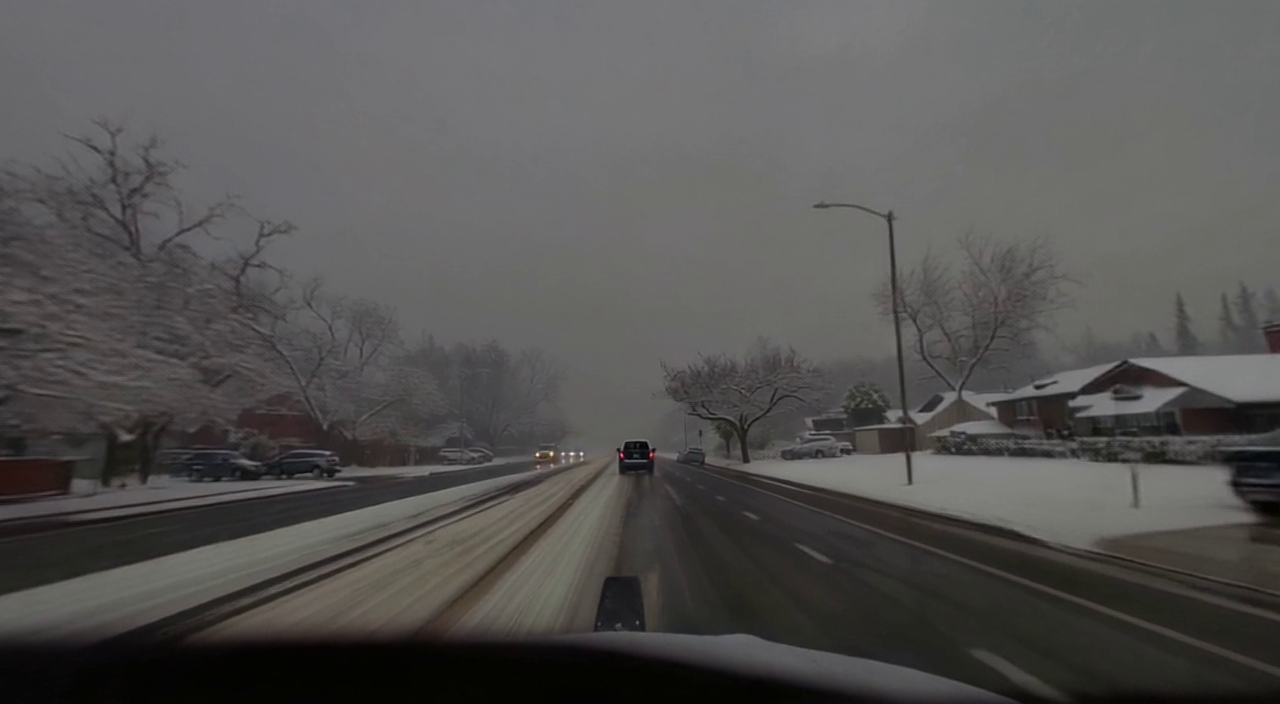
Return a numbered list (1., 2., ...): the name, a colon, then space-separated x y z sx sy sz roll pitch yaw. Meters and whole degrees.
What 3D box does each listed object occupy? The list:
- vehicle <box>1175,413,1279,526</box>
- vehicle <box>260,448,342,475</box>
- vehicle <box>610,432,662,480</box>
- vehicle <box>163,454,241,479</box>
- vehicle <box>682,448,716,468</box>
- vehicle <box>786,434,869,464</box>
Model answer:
1. vehicle: 11.253 1.739 9.572 4.377 1.588 2.063 0 -8 0
2. vehicle: -21.122 6.819 39.503 4.020 1.635 1.875 0 -8 2
3. vehicle: -0.192 4.646 28.507 2.153 1.942 4.767 0 -8 -1
4. vehicle: -26.918 7.042 38.920 3.522 1.372 1.652 0 -9 -4
5. vehicle: 4.584 8.262 49.635 1.963 1.469 4.709 0 -8 -2
6. vehicle: 12.528 6.513 42.448 4.870 1.926 2.094 0 -8 -1
